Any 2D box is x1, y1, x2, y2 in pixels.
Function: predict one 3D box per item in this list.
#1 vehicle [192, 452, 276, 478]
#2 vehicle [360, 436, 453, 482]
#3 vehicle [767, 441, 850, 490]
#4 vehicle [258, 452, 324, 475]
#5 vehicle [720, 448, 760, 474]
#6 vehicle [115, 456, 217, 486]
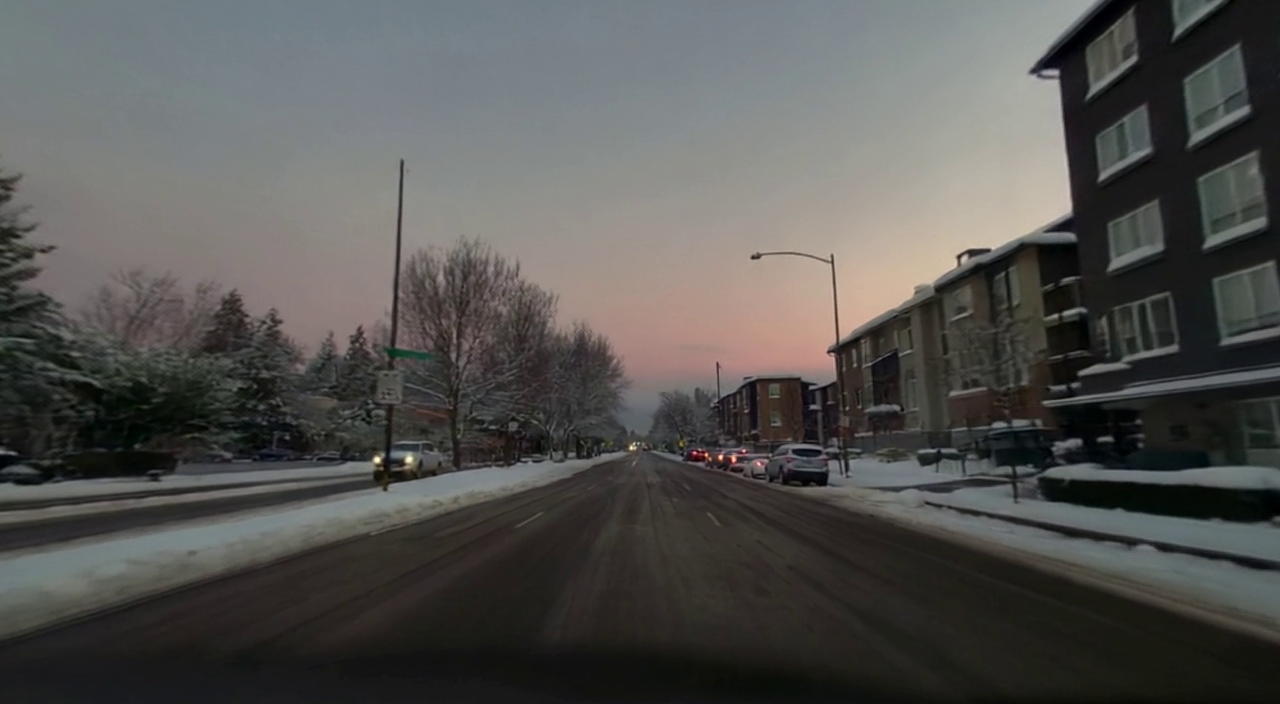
[{"bbox_3d":[-25.556,7.090,39.852,1.939,1.514,4.793,0,-9,3],"label":"vehicle"},{"bbox_3d":[-11.796,5.451,32.448,2.445,2.105,5.995,0,-9,0],"label":"vehicle"},{"bbox_3d":[7.100,4.831,27.156,2.241,1.877,4.810,0,-9,0],"label":"vehicle"},{"bbox_3d":[-25.225,8.054,45.702,1.909,1.579,4.744,0,-9,2],"label":"vehicle"},{"bbox_3d":[6.848,7.485,43.575,2.078,1.699,4.292,0,-9,0],"label":"vehicle"},{"bbox_3d":[-25.728,6.448,34.414,1.931,1.427,4.578,0,-9,1],"label":"vehicle"}]
